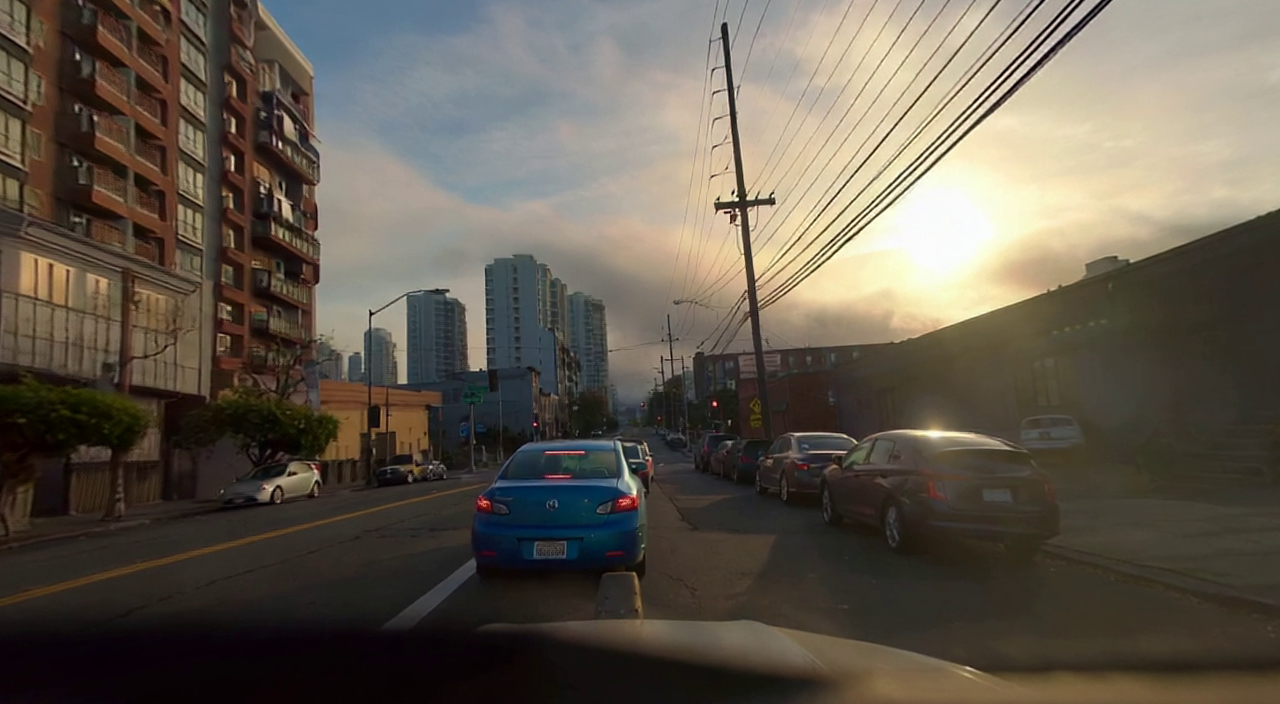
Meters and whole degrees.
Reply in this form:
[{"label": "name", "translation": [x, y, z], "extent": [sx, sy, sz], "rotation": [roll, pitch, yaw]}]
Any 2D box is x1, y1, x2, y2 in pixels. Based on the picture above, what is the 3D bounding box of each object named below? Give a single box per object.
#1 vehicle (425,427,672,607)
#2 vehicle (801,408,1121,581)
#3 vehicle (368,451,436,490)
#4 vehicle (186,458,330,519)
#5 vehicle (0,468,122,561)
[{"label": "vehicle", "translation": [-0.726, 1.696, 7.531], "extent": [2.019, 1.453, 4.603], "rotation": [0, -8, 1]}, {"label": "vehicle", "translation": [3.792, 1.757, 8.607], "extent": [1.967, 1.721, 4.410], "rotation": [0, -9, -1]}, {"label": "vehicle", "translation": [-11.930, 5.919, 31.927], "extent": [2.011, 1.687, 4.079], "rotation": [-3, -8, -2]}, {"label": "vehicle", "translation": [-11.862, 4.228, 20.048], "extent": [1.868, 1.491, 4.367], "rotation": [-4, -9, 0]}, {"label": "vehicle", "translation": [-11.913, 2.902, 11.003], "extent": [1.850, 1.487, 4.711], "rotation": [-3, -8, -1]}]
